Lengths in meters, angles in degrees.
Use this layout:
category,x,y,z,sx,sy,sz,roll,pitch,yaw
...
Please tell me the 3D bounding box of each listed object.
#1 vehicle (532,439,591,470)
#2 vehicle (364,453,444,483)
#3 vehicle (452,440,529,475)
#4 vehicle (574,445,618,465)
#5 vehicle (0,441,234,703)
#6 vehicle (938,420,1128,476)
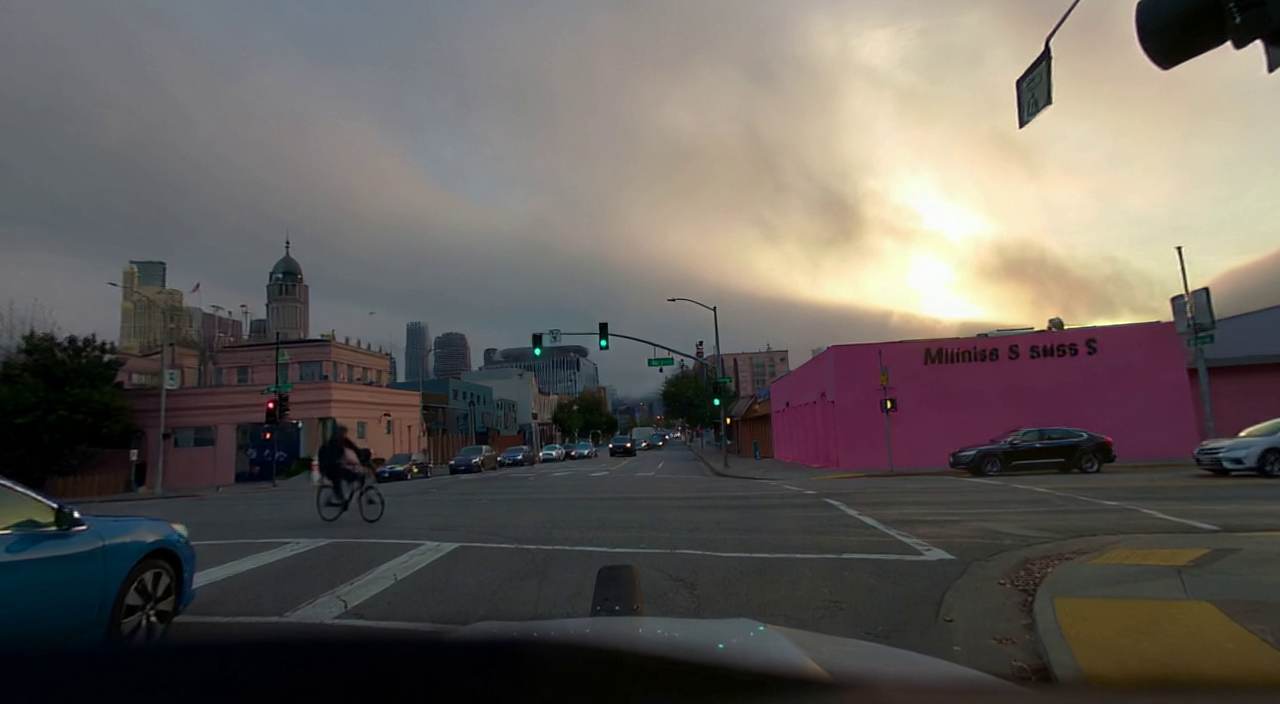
category,x,y,z,sx,sy,sz,roll,pitch,yaw
vehicle,-4.513,5.979,36.871,1.928,1.647,4.575,-2,-9,13
vehicle,-12.587,6.173,33.879,1.976,1.425,4.567,-1,-9,9
vehicle,-8.402,5.973,36.046,2.152,1.825,5.406,-2,-9,12
vehicle,-3.027,7.188,44.132,1.743,1.362,4.350,-2,-9,14
vehicle,-3.693,0.969,2.154,1.759,1.325,4.295,0,-9,0
vehicle,11.564,2.870,18.805,4.355,1.546,1.820,-1,-9,6
